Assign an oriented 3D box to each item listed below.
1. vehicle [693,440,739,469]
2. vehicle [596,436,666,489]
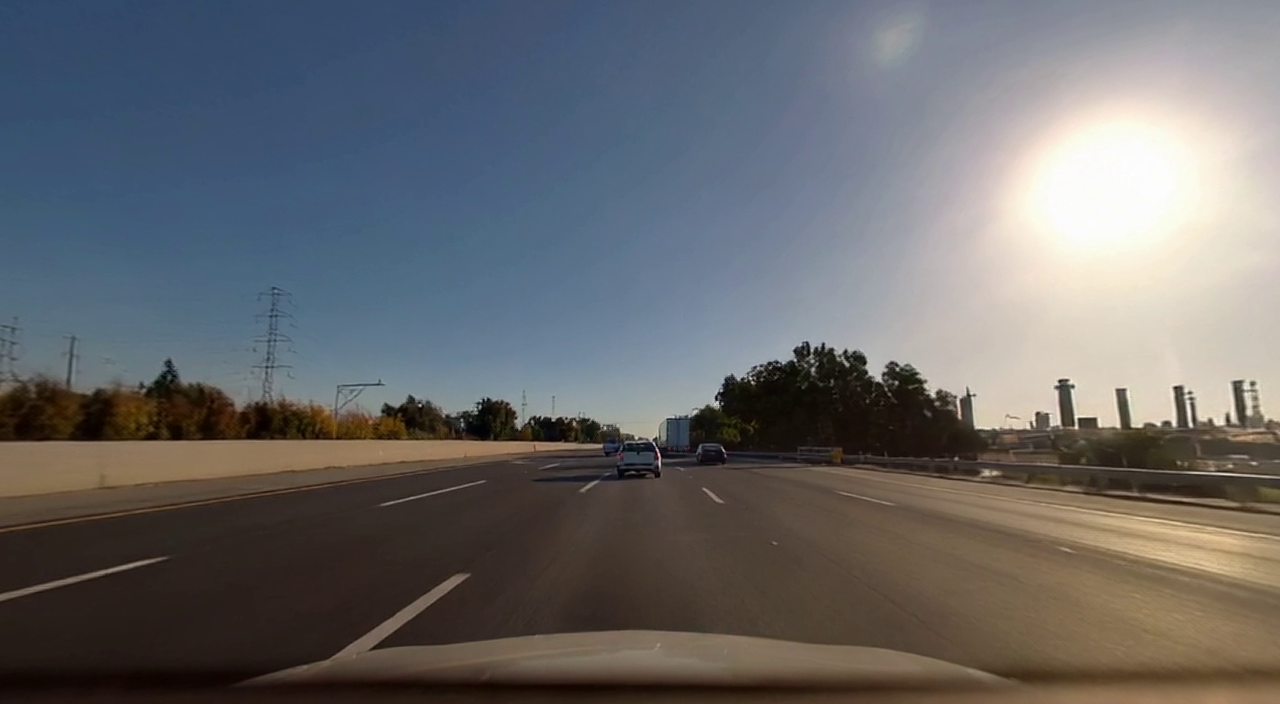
[{"bbox_3d":[4.145,5.693,35.119,1.971,1.472,4.301,0,-8,-1],"label":"vehicle"},{"bbox_3d":[-0.208,3.490,20.217,2.020,1.516,3.951,-1,-8,2],"label":"vehicle"}]
